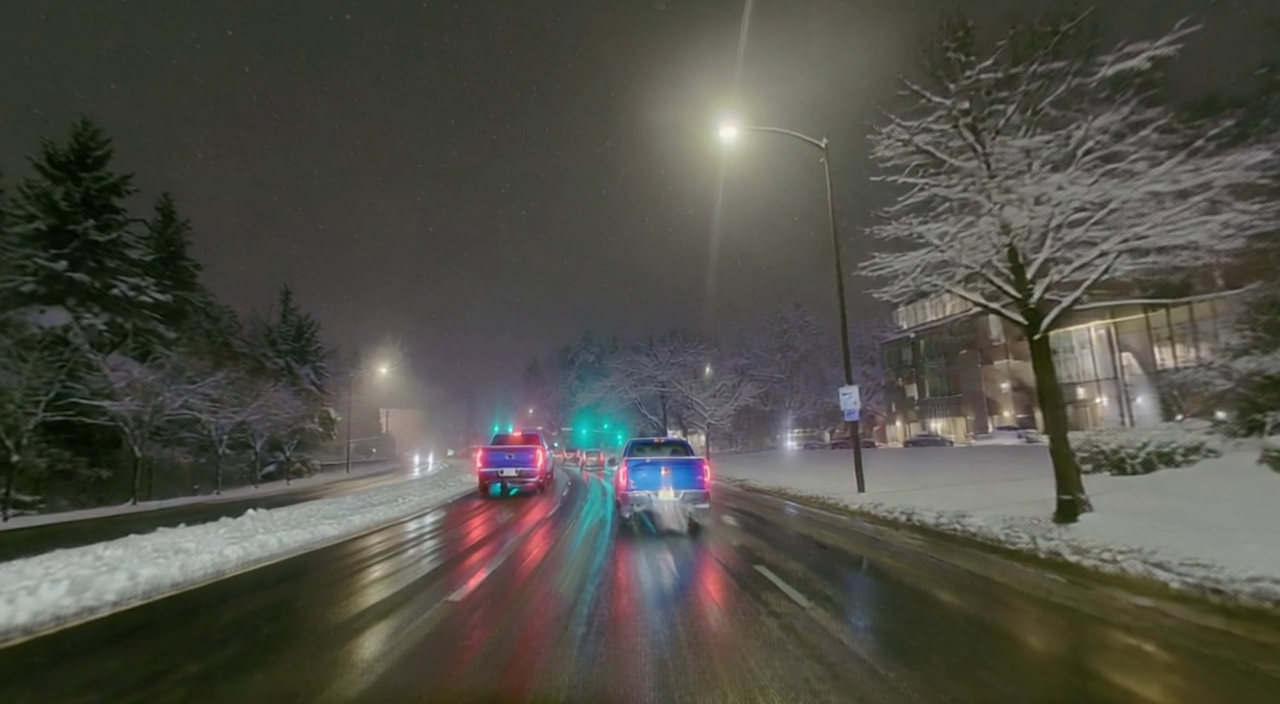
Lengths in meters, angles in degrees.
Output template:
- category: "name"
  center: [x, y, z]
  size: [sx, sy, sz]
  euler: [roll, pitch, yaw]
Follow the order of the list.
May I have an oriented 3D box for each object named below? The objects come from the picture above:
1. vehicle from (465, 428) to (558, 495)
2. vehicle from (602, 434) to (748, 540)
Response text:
- category: "vehicle"
  center: [-4.222, 3.720, 21.765]
  size: [2.512, 1.992, 5.725]
  euler: [1, -9, -6]
- category: "vehicle"
  center: [0.397, 2.301, 11.399]
  size: [2.142, 1.528, 4.133]
  euler: [0, -9, -4]
